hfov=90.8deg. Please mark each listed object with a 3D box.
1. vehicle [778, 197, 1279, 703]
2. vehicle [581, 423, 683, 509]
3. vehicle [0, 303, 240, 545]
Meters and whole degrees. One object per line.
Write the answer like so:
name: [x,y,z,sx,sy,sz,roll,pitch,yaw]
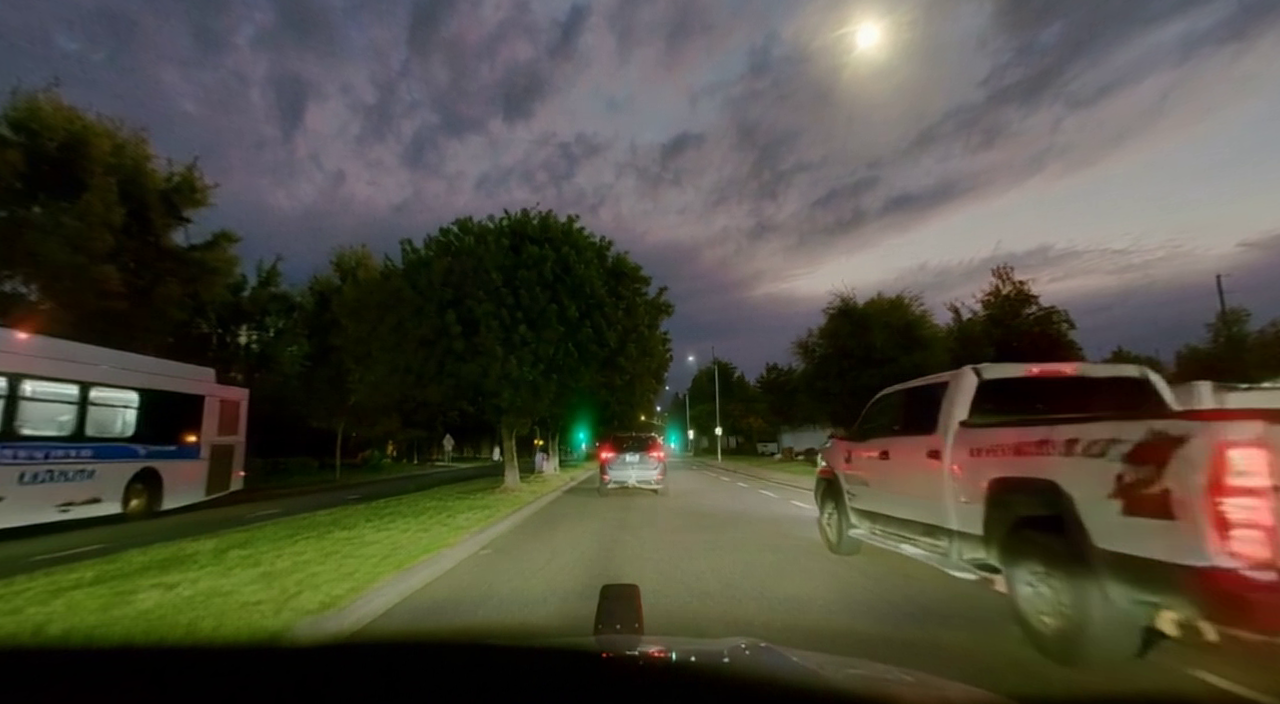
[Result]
vehicle: [3.686,1.111,5.977,2.802,2.303,7.582,0,-8,-2]
vehicle: [-0.190,2.867,16.449,2.157,1.816,5.804,0,-8,0]
vehicle: [-12.233,1.203,10.562,2.996,4.022,12.692,0,-8,-1]
